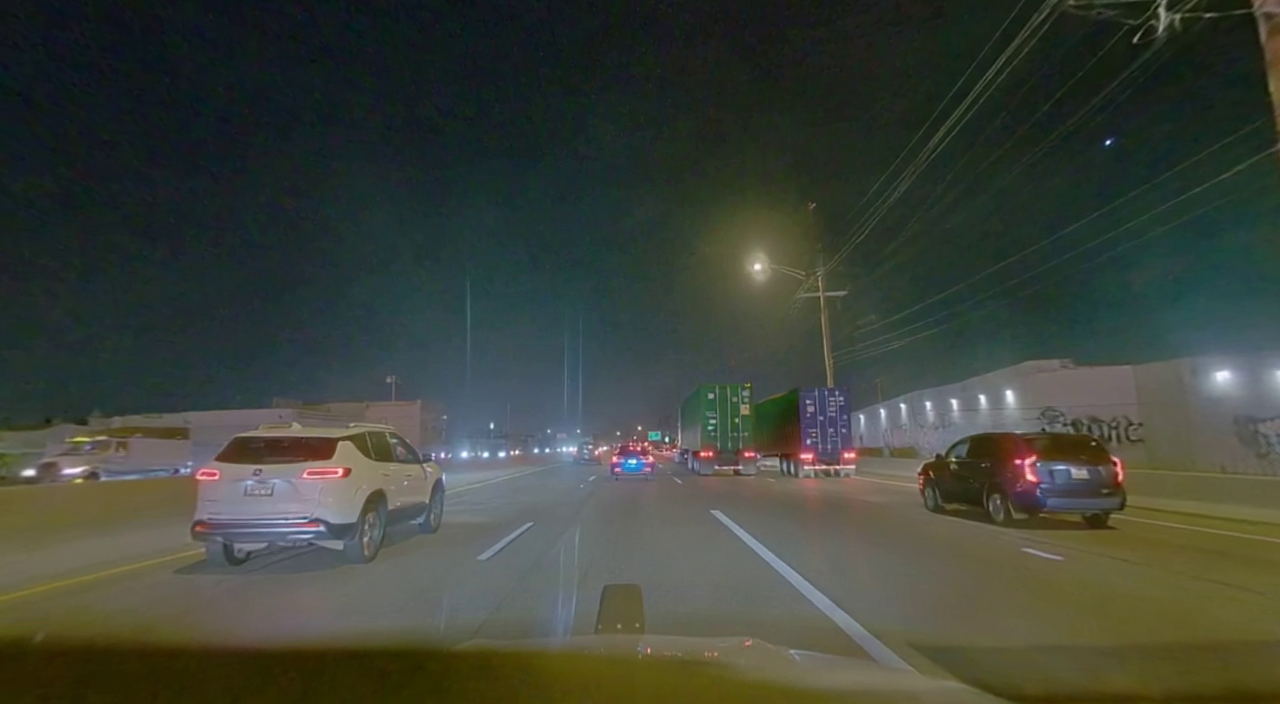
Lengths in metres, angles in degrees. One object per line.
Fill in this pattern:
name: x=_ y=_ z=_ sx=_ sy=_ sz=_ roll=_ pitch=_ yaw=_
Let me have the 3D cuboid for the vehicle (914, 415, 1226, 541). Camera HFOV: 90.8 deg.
vehicle: x=6.989 y=2.100 z=11.142 sx=2.202 sy=1.731 sz=4.628 roll=0 pitch=-9 yaw=0

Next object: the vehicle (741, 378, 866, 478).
vehicle: x=7.663 y=4.046 z=32.097 sx=2.868 sy=4.017 sz=12.827 roll=0 pitch=-9 yaw=0

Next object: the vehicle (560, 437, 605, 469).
vehicle: x=-3.484 y=6.267 z=39.193 sx=2.243 sy=1.820 sz=4.473 roll=0 pitch=-9 yaw=1

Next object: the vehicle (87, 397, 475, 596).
vehicle: x=-3.891 y=1.666 z=8.140 sx=2.264 sy=1.804 sz=4.584 roll=0 pitch=-9 yaw=0

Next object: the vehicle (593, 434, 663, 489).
vehicle: x=-0.388 y=3.736 z=21.836 sx=2.191 sy=1.685 sz=4.015 roll=0 pitch=-9 yaw=-1

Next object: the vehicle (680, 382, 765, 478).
vehicle: x=3.902 y=4.264 z=33.280 sx=2.800 sy=4.039 sz=13.179 roll=0 pitch=-9 yaw=0

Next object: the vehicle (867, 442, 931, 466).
vehicle: x=19.450 y=7.697 z=47.832 sx=2.470 sy=1.666 sz=6.285 roll=-1 pitch=-9 yaw=3
